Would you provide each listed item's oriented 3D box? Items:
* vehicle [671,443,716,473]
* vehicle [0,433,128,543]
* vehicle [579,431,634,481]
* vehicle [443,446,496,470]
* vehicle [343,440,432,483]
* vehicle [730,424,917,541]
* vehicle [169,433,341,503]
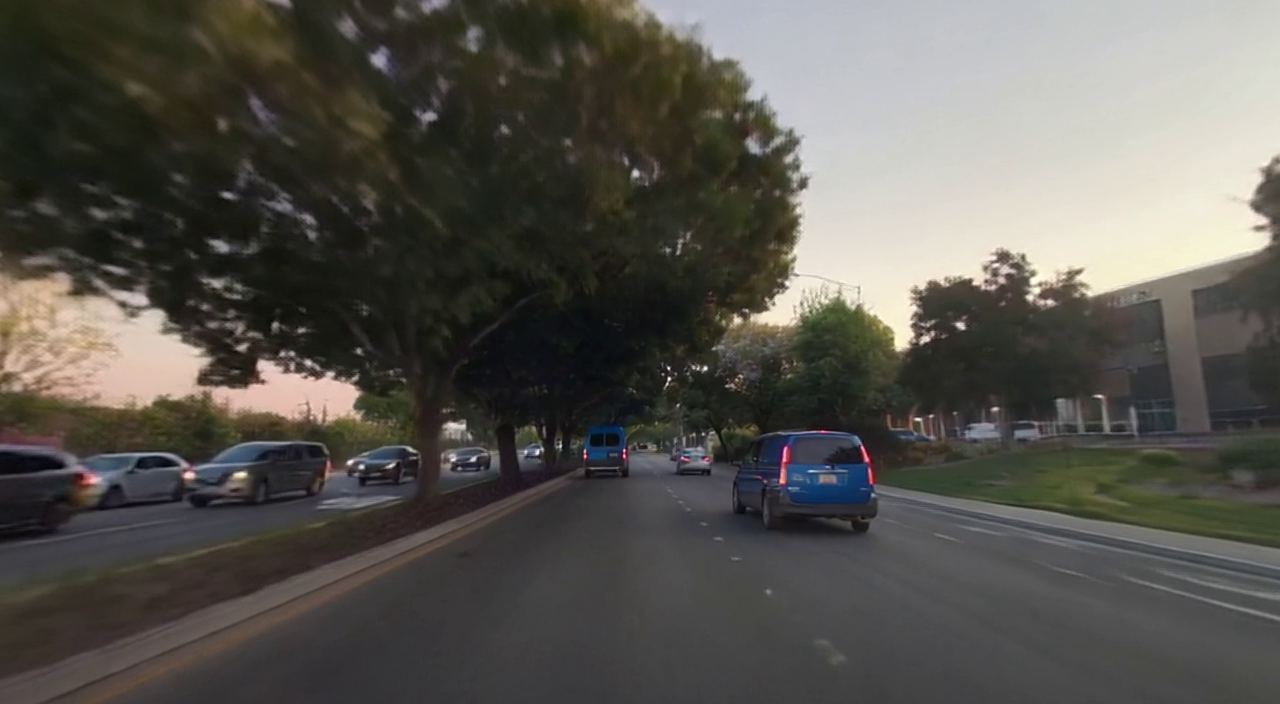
[{"bbox_3d":[3.172,6.360,38.063,2.248,1.692,4.252,0,-9,-1],"label":"vehicle"},{"bbox_3d":[-10.944,2.164,10.147,1.988,1.689,4.047,0,-9,0],"label":"vehicle"},{"bbox_3d":[-1.421,4.671,28.501,2.228,2.054,4.309,0,-9,0],"label":"vehicle"},{"bbox_3d":[-11.304,7.073,42.227,2.116,1.481,4.572,0,-9,2],"label":"vehicle"},{"bbox_3d":[-11.360,4.947,28.816,2.192,1.754,4.569,0,-9,-1],"label":"vehicle"},{"bbox_3d":[2.943,2.201,11.214,1.965,1.671,4.146,0,-9,-1],"label":"vehicle"},{"bbox_3d":[-11.183,3.406,18.929,2.091,1.806,4.859,0,-9,0],"label":"vehicle"}]
